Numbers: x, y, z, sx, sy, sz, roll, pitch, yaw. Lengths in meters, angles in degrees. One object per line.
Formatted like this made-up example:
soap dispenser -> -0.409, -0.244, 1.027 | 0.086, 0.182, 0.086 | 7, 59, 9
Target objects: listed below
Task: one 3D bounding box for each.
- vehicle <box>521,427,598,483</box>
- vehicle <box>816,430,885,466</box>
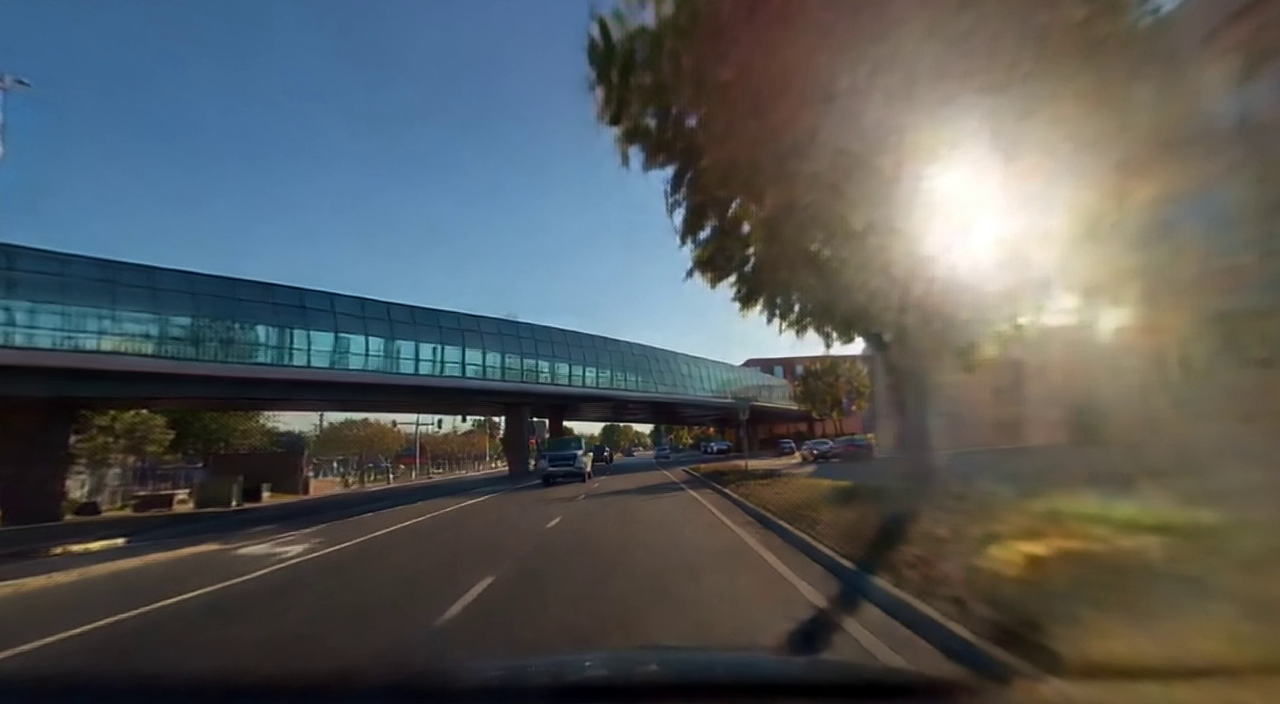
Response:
vehicle -> -3.918, 5.203, 32.015 | 2.967, 2.369, 6.635 | -3, -8, 0
vehicle -> 11.307, 5.192, 34.072 | 2.051, 1.534, 4.466 | -8, -8, -1
